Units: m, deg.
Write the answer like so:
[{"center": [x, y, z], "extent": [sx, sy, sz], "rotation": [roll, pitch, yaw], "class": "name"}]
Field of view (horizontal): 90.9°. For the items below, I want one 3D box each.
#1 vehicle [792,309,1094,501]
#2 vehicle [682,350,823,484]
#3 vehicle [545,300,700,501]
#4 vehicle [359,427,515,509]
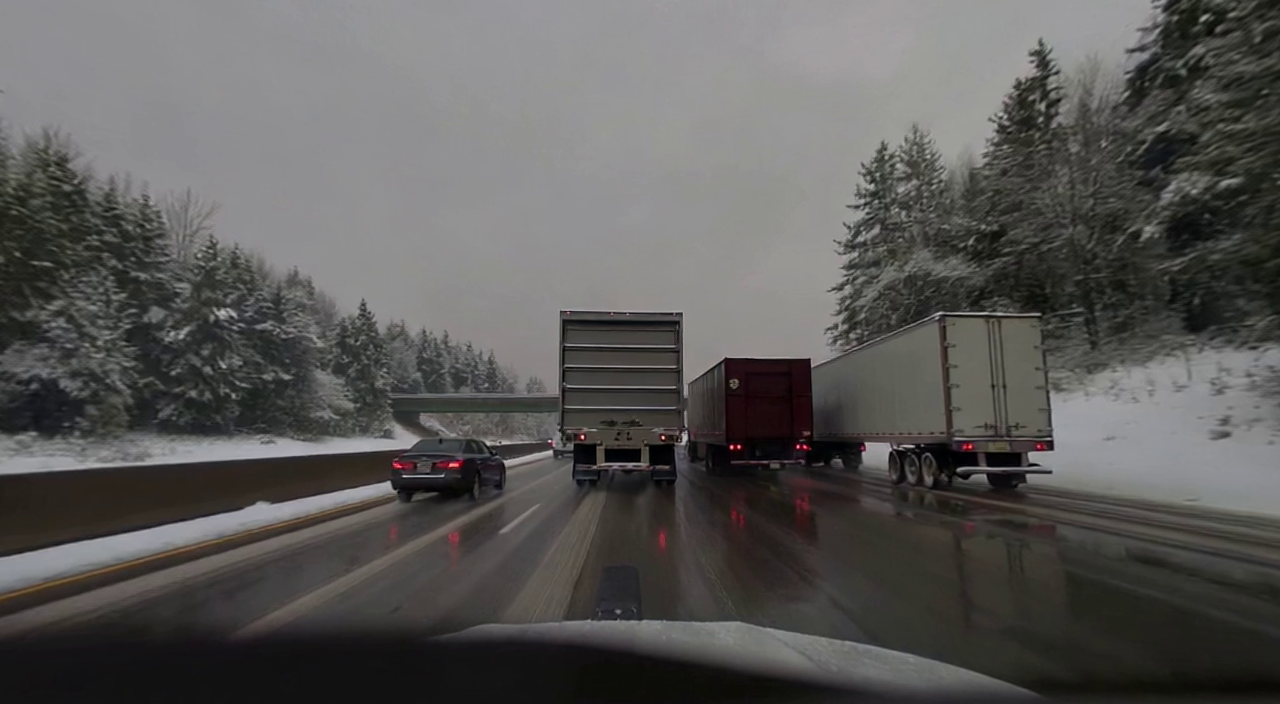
[{"center": [7.994, 1.968, 19.984], "extent": [3.000, 4.114, 13.063], "rotation": [0, -8, -1], "class": "vehicle"}, {"center": [3.648, 2.635, 24.085], "extent": [2.817, 3.886, 11.491], "rotation": [0, -8, -2], "class": "vehicle"}, {"center": [-0.483, 1.663, 18.079], "extent": [3.090, 4.065, 10.702], "rotation": [0, -8, -1], "class": "vehicle"}, {"center": [-4.097, 2.386, 13.478], "extent": [2.049, 1.483, 3.786], "rotation": [0, -8, 0], "class": "vehicle"}]
